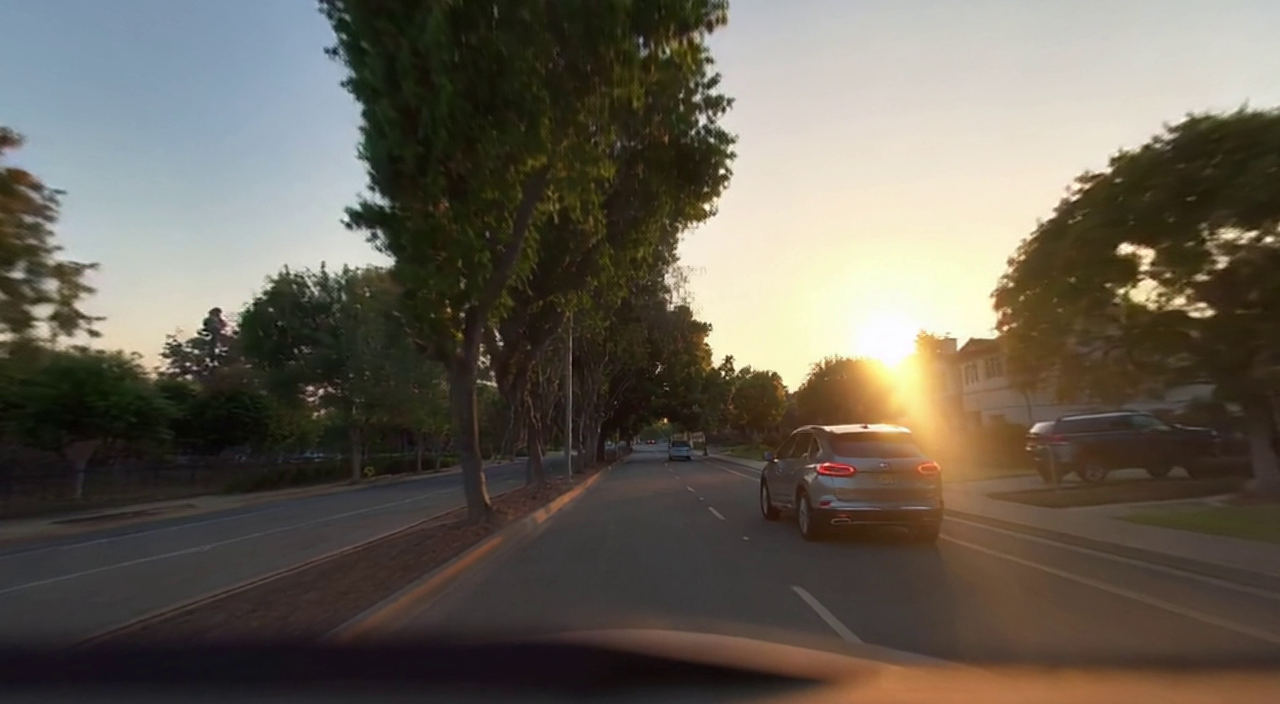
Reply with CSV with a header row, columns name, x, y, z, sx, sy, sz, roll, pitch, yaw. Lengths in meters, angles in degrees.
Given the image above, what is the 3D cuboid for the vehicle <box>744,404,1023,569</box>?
name,x,y,z,sx,sy,sz,roll,pitch,yaw
vehicle,3.039,1.807,9.239,2.180,1.773,4.639,0,-8,-1
